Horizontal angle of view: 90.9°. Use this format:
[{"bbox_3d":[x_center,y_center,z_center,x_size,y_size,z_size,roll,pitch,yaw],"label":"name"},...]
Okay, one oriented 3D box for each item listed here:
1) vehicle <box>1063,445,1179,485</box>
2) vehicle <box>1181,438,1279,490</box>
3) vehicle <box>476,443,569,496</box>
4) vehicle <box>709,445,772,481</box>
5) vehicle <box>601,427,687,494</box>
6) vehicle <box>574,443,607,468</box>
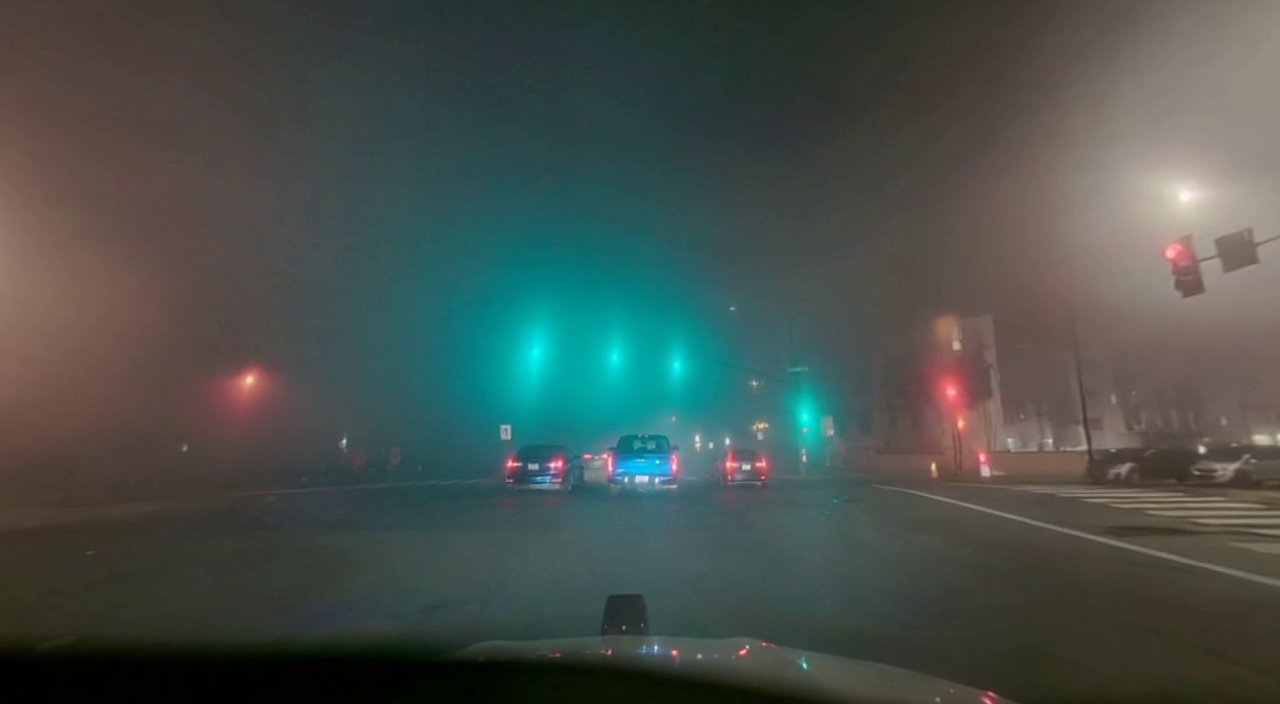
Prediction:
[{"bbox_3d":[19.920,4.624,26.061,4.417,1.492,1.943,4,-9,-26],"label":"vehicle"},{"bbox_3d":[23.092,4.152,23.806,4.786,1.777,2.248,4,-9,-27],"label":"vehicle"},{"bbox_3d":[-3.548,3.632,19.938,1.986,1.465,4.509,0,-8,1],"label":"vehicle"},{"bbox_3d":[4.398,4.894,28.162,1.968,1.472,4.456,0,-8,-1],"label":"vehicle"},{"bbox_3d":[0.133,3.522,20.827,2.493,1.934,4.957,0,-8,0],"label":"vehicle"},{"bbox_3d":[-3.549,7.488,45.897,2.018,1.700,4.142,0,-8,0],"label":"vehicle"}]
